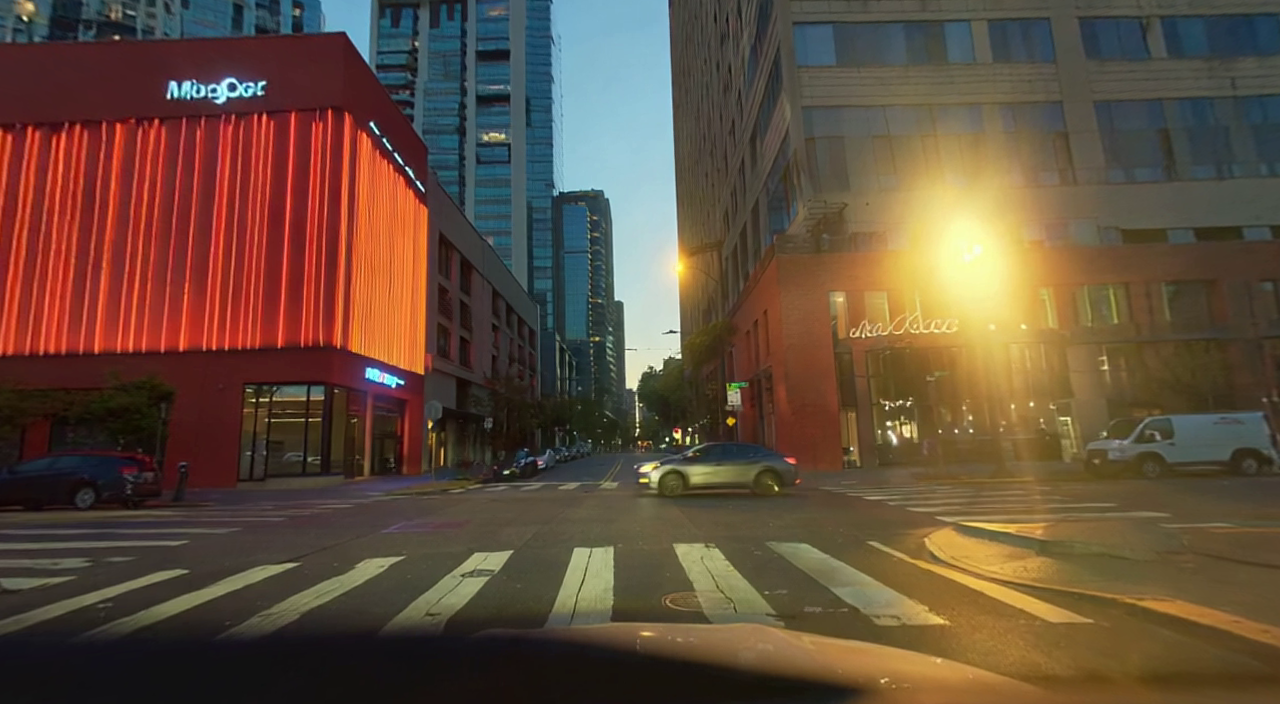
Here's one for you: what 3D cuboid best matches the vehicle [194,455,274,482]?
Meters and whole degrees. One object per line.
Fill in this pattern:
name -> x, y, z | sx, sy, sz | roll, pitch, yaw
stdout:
vehicle -> -24.322, 6.984, 37.917 | 3.618, 1.412, 1.587 | -1, -9, -7

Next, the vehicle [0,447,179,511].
vehicle -> -16.165, 3.527, 17.835 | 4.558, 1.635, 2.008 | 1, -9, -6

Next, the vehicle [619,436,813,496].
vehicle -> 1.963, 3.071, 17.234 | 4.877, 1.482, 2.041 | 1, -9, -7

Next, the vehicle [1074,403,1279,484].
vehicle -> 18.514, 3.121, 21.684 | 5.384, 2.586, 2.358 | 0, -9, -1

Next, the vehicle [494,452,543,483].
vehicle -> -6.233, 5.937, 32.724 | 1.864, 1.447, 3.887 | 0, -9, -2
